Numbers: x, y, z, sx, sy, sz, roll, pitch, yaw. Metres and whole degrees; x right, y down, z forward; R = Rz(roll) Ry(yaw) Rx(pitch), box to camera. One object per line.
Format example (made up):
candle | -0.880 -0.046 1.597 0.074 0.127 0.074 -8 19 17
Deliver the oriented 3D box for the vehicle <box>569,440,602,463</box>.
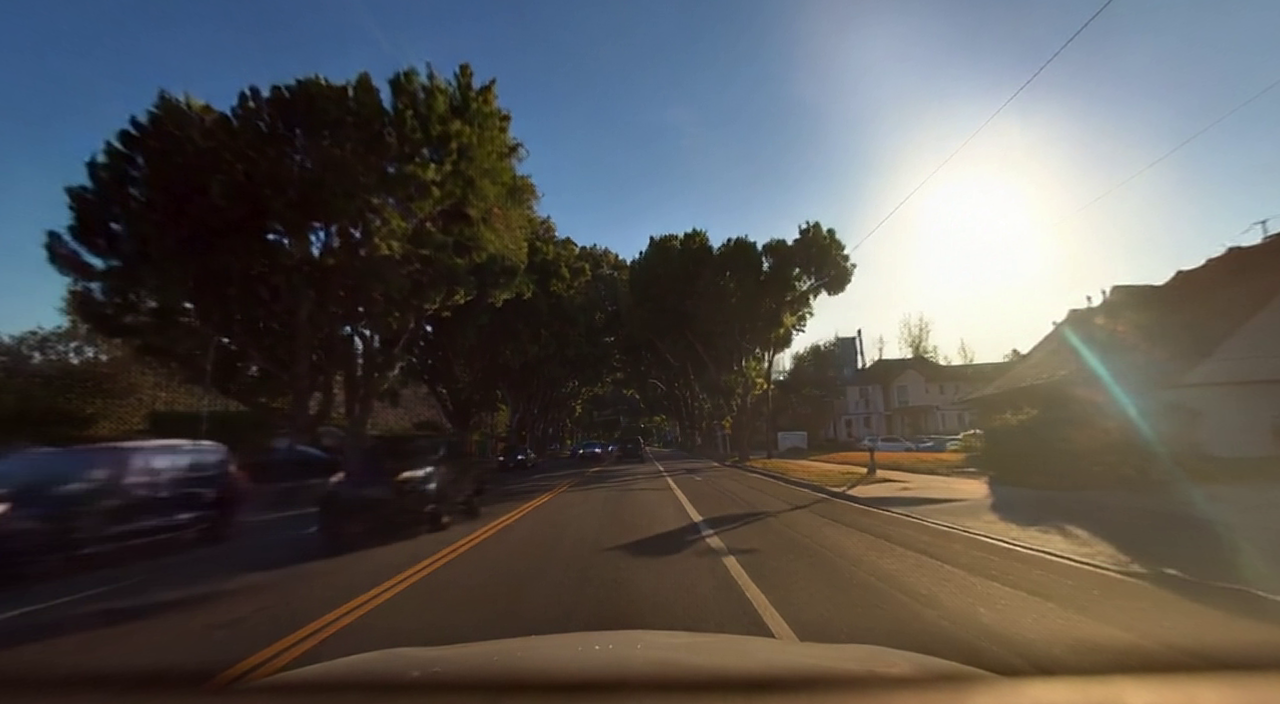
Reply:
vehicle | -4.213 7.757 49.278 2.115 1.638 4.098 0 -9 1

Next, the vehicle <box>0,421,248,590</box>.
vehicle | -7.702 1.972 8.665 1.978 1.744 4.301 -3 -9 -1

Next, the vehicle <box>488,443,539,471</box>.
vehicle | -7.954 6.632 40.160 2.211 1.608 4.942 0 -9 1

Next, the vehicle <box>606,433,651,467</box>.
vehicle | -0.615 5.997 38.837 2.554 1.902 5.329 0 -9 1

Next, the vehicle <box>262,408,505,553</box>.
vehicle | -3.702 1.951 10.239 1.991 1.794 4.572 0 -9 0
